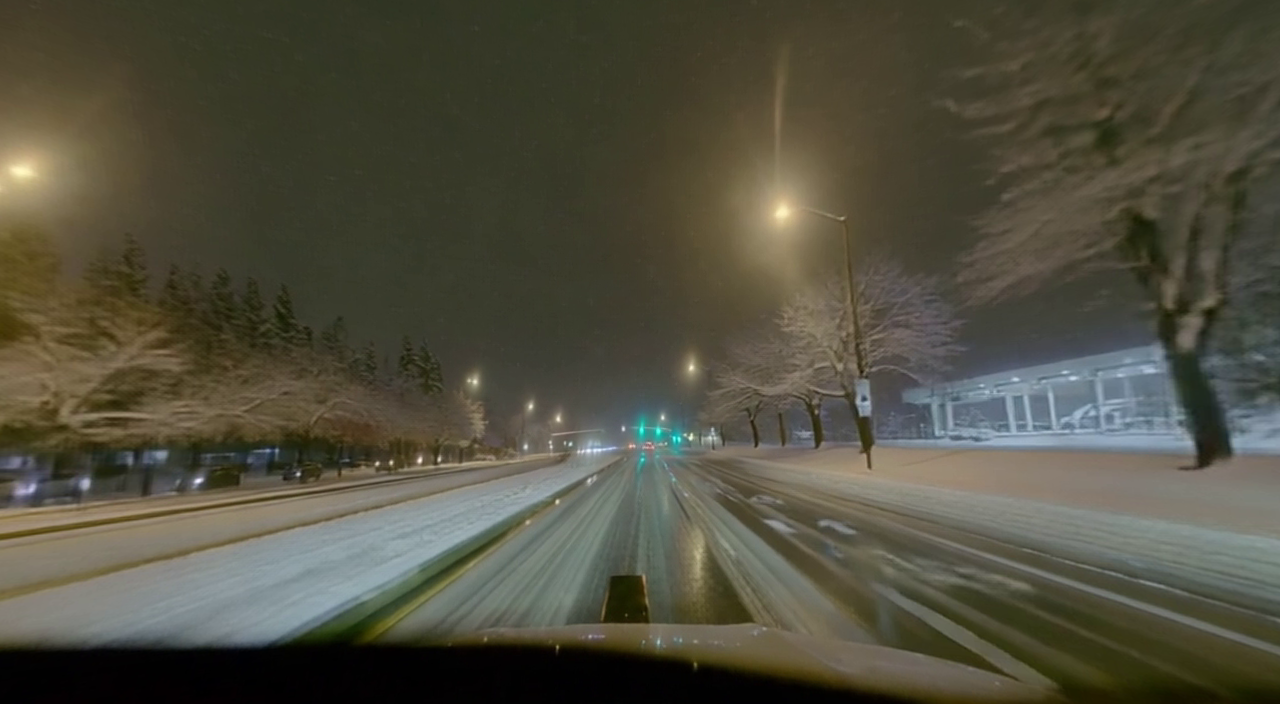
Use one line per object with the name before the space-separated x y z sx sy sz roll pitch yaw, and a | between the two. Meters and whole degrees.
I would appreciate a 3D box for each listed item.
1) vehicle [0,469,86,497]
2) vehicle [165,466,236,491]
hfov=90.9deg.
vehicle | -37.513 8.140 39.339 1.815 1.467 4.436 0 -8 0
vehicle | -29.753 8.556 42.784 1.773 1.468 4.176 0 -8 0
